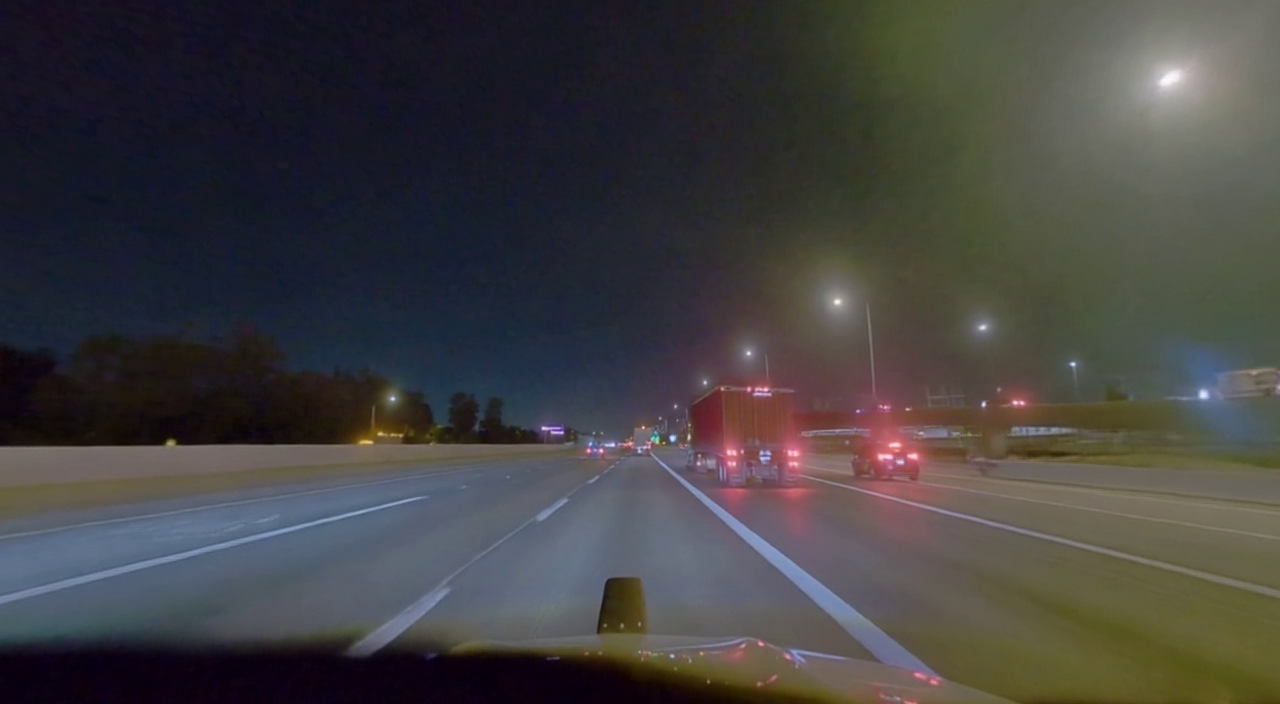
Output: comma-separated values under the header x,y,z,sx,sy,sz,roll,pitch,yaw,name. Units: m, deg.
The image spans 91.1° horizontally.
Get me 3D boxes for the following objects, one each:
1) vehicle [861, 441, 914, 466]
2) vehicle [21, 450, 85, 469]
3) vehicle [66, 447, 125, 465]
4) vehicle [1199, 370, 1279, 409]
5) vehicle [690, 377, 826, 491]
x,y,z,sx,sy,sz,roll,pitch,yaw,name
17.323,7.141,44.140,2.021,1.549,4.322,1,-9,0,vehicle
-46.048,8.409,49.328,1.591,1.386,3.505,0,-8,-1,vehicle
-41.979,7.984,48.454,1.609,1.325,3.323,0,-8,-1,vehicle
28.452,1.751,28.598,1.928,1.603,4.315,1,-6,-2,vehicle
3.922,3.206,24.057,3.049,3.395,10.595,0,-8,-1,vehicle
